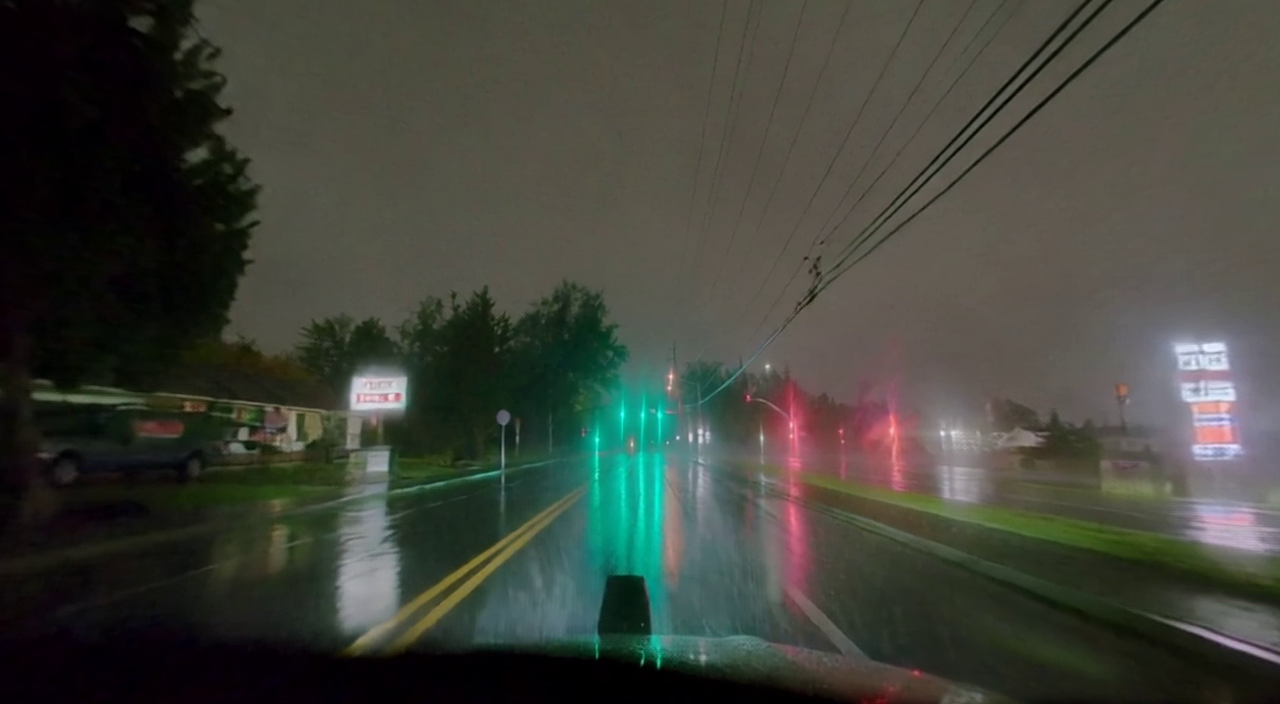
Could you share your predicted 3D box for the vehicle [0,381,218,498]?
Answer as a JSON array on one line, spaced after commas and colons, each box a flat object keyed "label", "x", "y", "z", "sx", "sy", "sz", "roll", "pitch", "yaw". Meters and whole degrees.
[{"label": "vehicle", "x": -13.171, "y": 2.103, "z": 15.127, "sx": 2.476, "sy": 2.256, "sz": 5.686, "roll": 1, "pitch": -8, "yaw": -5}]
